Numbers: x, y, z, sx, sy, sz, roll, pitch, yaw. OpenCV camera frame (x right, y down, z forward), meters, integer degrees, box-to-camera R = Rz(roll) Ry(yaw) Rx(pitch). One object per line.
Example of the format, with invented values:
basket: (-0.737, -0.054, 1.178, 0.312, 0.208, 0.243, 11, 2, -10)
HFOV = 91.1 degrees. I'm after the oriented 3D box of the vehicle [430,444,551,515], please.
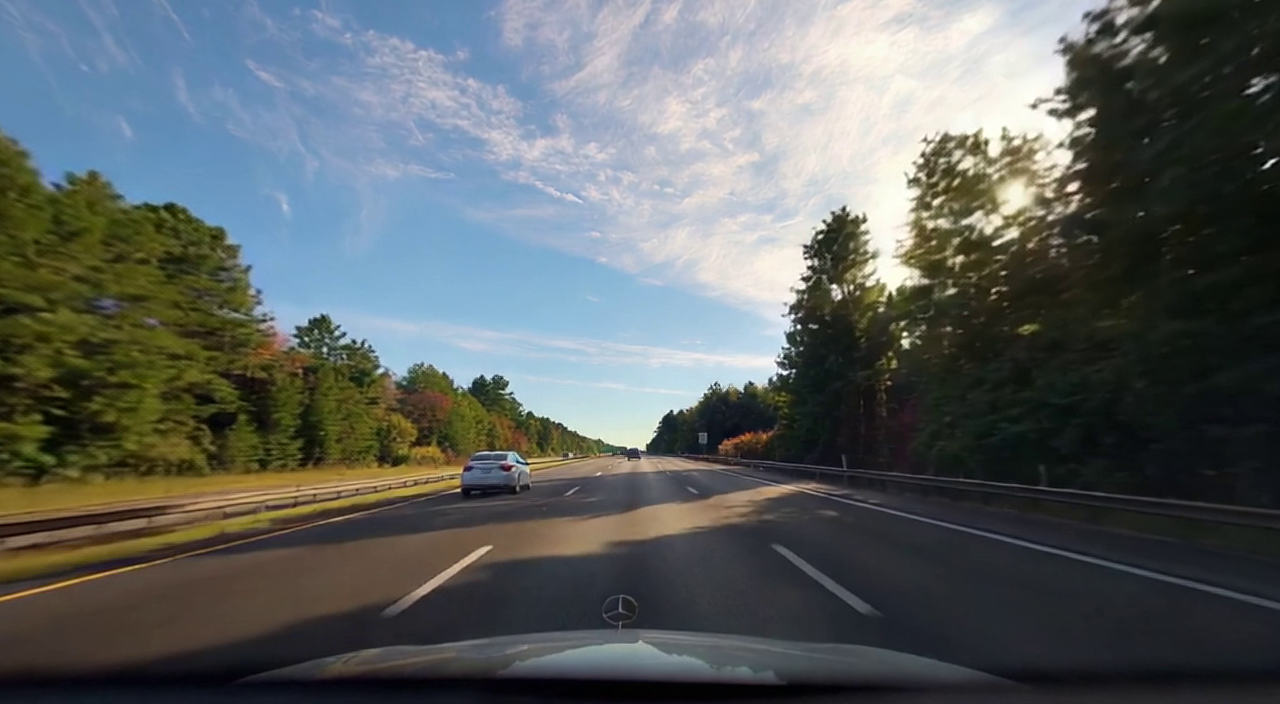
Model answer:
vehicle: (-3.484, 3.031, 15.448, 1.970, 1.492, 3.944, 0, -9, 0)
